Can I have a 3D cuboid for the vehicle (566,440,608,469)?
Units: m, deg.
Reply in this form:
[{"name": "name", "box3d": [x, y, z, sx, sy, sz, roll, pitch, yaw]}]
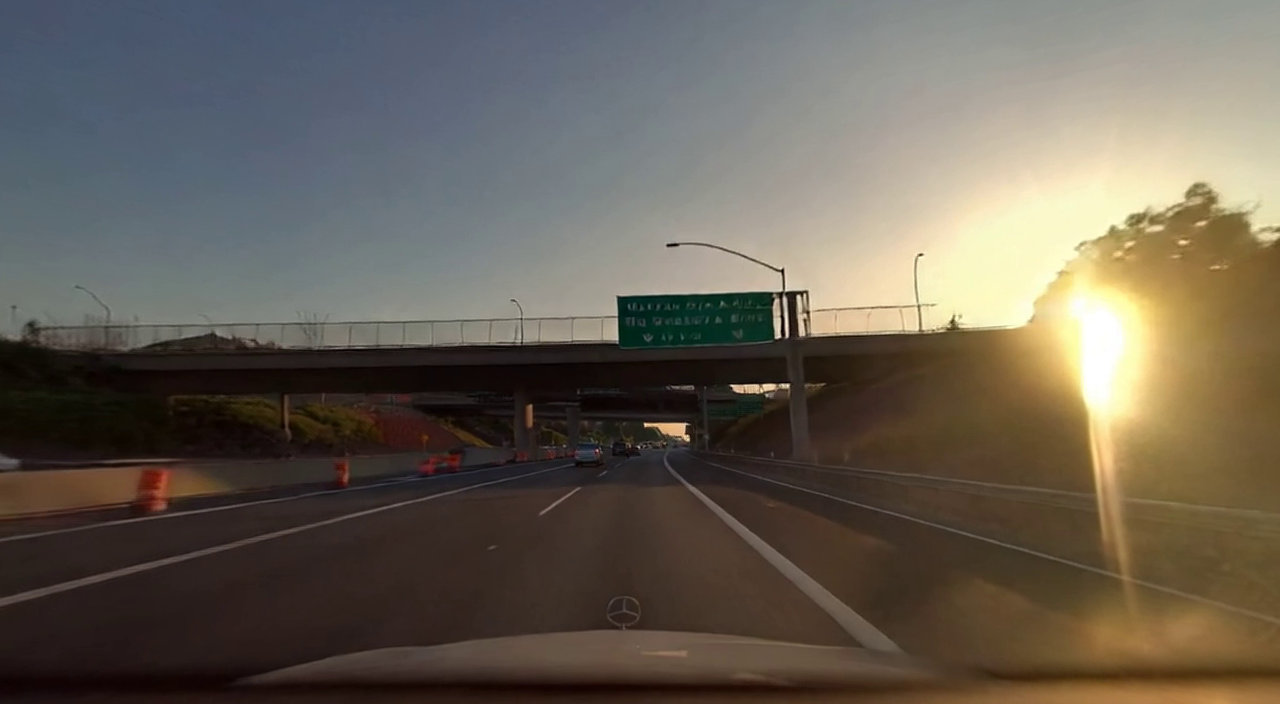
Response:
[{"name": "vehicle", "box3d": [-3.087, 6.121, 37.610, 2.078, 1.629, 4.059, 0, -8, 1]}]
